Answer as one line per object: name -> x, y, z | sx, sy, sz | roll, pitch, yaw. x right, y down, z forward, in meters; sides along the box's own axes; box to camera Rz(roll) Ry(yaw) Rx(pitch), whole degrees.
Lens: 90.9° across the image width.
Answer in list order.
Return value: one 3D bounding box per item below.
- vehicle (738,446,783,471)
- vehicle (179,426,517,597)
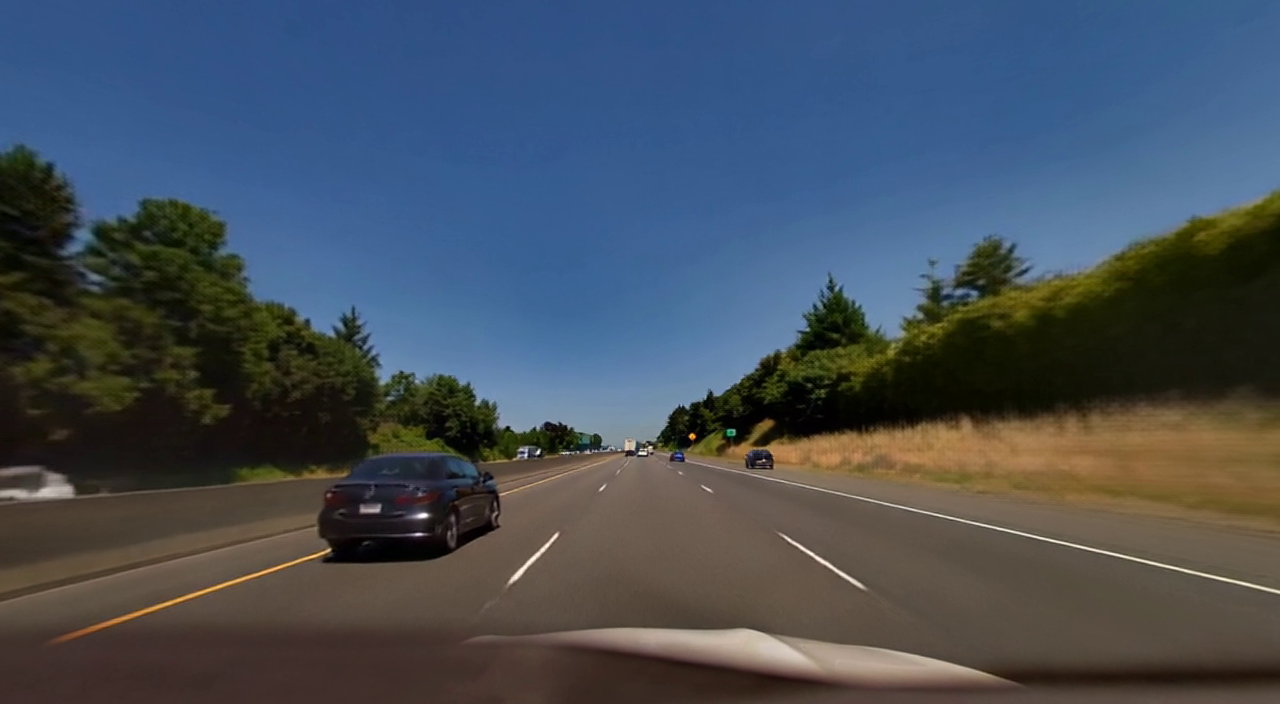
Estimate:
vehicle -> 7.735, 6.907, 40.925 | 1.943, 1.493, 4.507 | 0, -9, -1
vehicle -> -3.128, 1.811, 8.048 | 2.191, 1.563, 4.318 | 0, -9, 1
